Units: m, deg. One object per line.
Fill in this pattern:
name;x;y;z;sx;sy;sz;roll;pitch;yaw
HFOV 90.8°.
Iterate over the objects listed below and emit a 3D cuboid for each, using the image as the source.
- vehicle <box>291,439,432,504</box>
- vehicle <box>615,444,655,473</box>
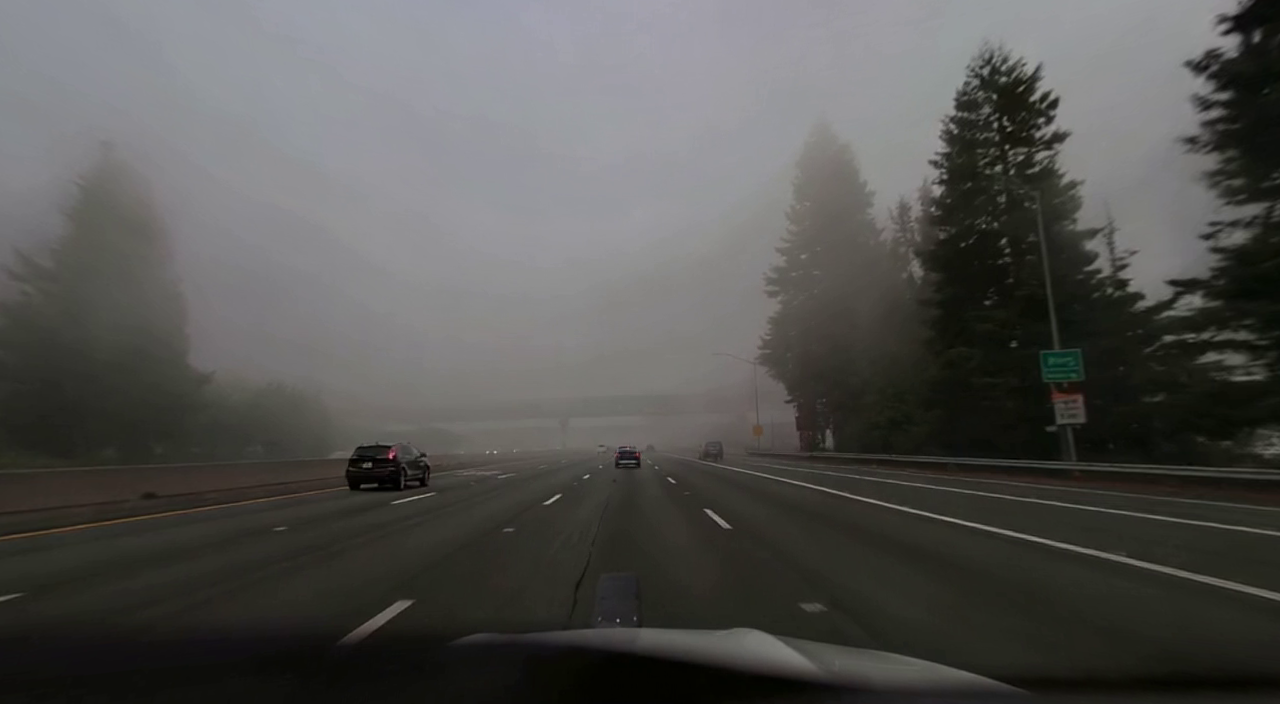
vehicle;-7.465;3.227;17.511;1.957;1.554;4.350;0;-8;-1
vehicle;-0.321;5.730;34.326;2.012;1.471;4.059;0;-8;-2
